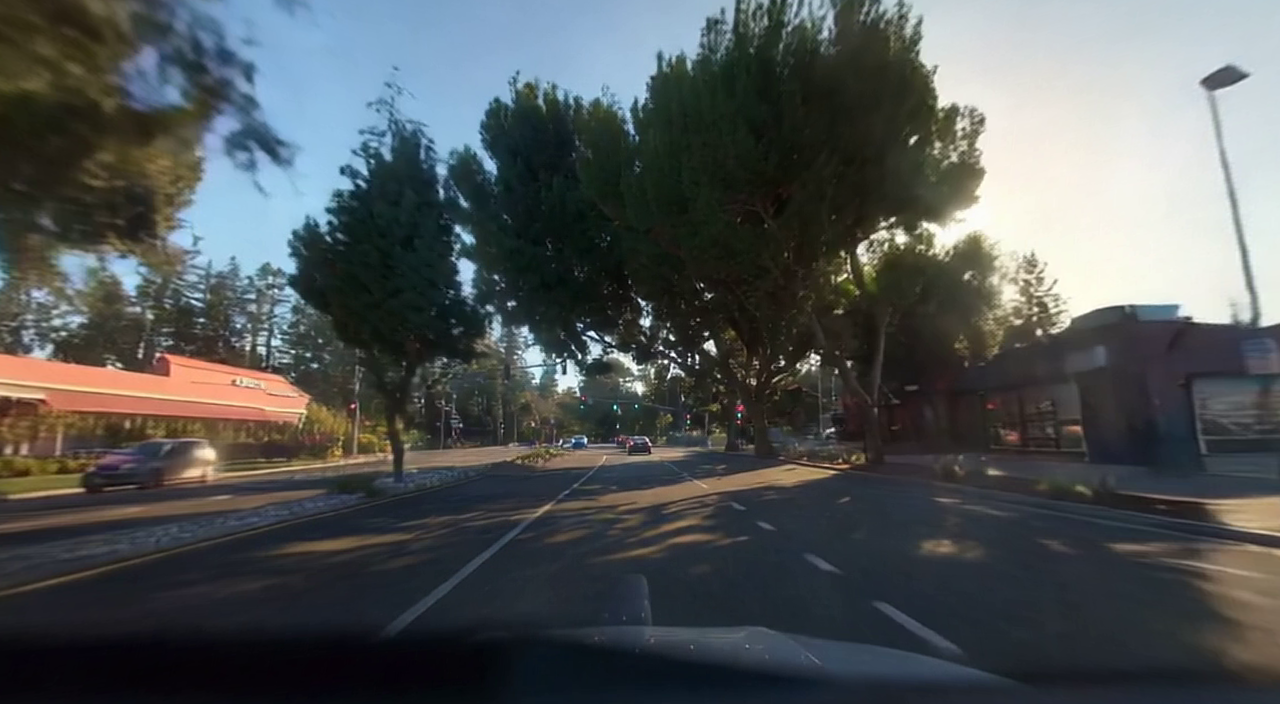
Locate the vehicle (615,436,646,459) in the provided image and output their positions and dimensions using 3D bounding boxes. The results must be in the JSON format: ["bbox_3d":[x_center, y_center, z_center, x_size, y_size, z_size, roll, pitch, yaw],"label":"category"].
[{"bbox_3d":[-0.669,6.658,43.967,2.066,1.482,3.923,0,-8,-1],"label":"vehicle"}]

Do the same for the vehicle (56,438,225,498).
[{"bbox_3d":[-15.851,3.676,20.397,1.834,1.694,4.405,0,-8,-1],"label":"vehicle"}]

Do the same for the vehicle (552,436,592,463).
[{"bbox_3d":[-4.077,5.900,38.307,1.942,1.497,4.561,0,-8,0],"label":"vehicle"}]
